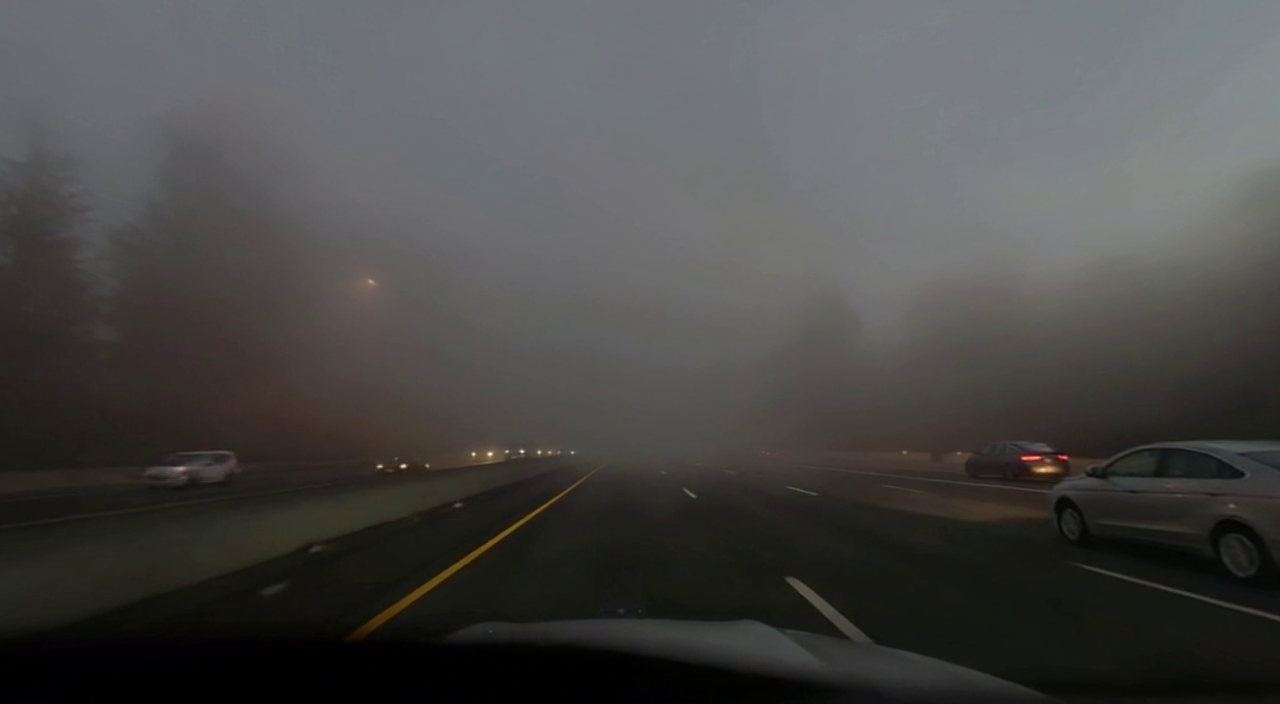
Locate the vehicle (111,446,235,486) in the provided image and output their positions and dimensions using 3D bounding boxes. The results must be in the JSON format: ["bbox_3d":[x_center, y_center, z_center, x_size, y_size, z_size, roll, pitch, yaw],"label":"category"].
[{"bbox_3d":[-21.593,5.250,29.527,2.042,1.678,4.775,0,-8,1],"label":"vehicle"}]

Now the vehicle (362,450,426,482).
[{"bbox_3d":[-12.975,5.988,33.553,1.847,1.471,4.257,0,-8,-2],"label":"vehicle"}]

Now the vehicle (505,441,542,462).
[{"bbox_3d":[-8.944,7.627,48.799,1.884,1.485,4.376,0,-8,1],"label":"vehicle"}]

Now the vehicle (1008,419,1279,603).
[{"bbox_3d":[6.071,1.477,6.421,1.821,1.470,4.633,0,-8,0],"label":"vehicle"}]
